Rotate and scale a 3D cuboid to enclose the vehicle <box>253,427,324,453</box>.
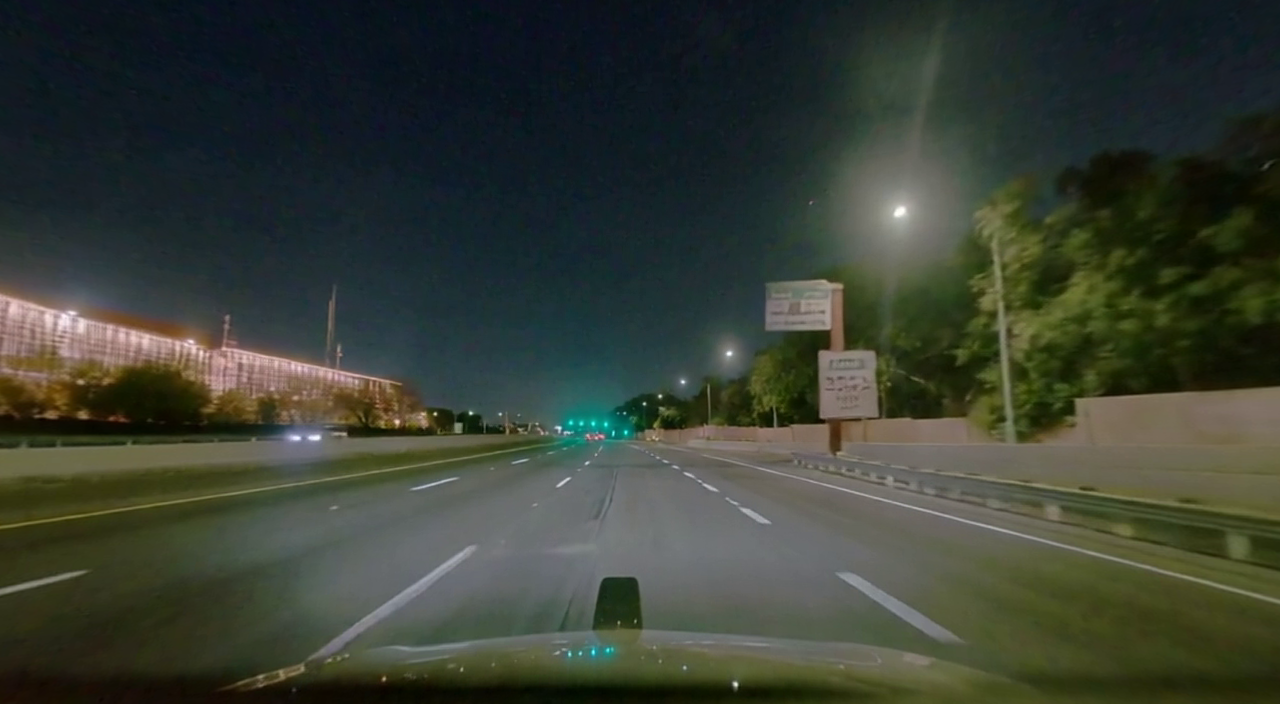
[{"bbox_3d":[-21.457,5.407,38.629,1.826,1.483,4.553,0,-8,-1],"label":"vehicle"}]
